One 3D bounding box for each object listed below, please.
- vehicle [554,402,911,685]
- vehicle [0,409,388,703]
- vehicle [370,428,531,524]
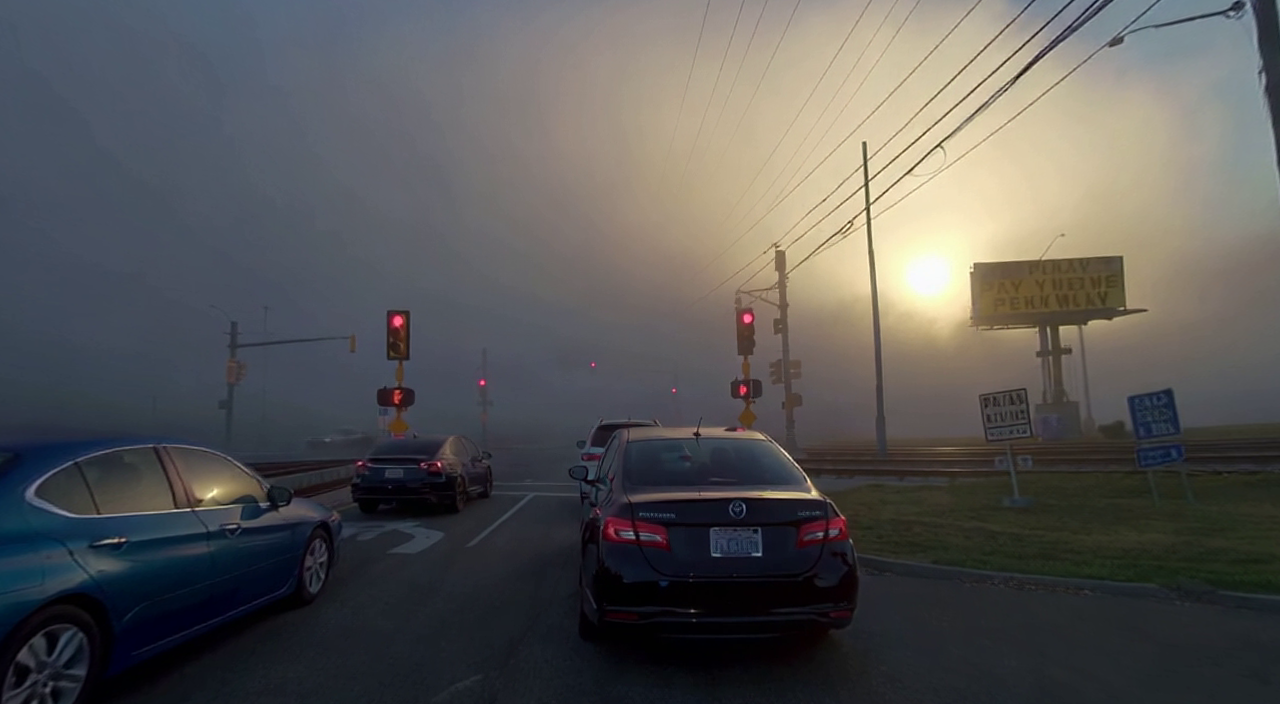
[{"bbox_3d":[0.397,1.351,5.555,1.998,1.529,3.960,1,-9,-4],"label":"vehicle"},{"bbox_3d":[-3.710,1.253,4.476,1.956,1.468,4.585,0,-9,0],"label":"vehicle"},{"bbox_3d":[-3.360,2.271,12.101,1.984,1.505,3.982,0,-9,-2],"label":"vehicle"}]
